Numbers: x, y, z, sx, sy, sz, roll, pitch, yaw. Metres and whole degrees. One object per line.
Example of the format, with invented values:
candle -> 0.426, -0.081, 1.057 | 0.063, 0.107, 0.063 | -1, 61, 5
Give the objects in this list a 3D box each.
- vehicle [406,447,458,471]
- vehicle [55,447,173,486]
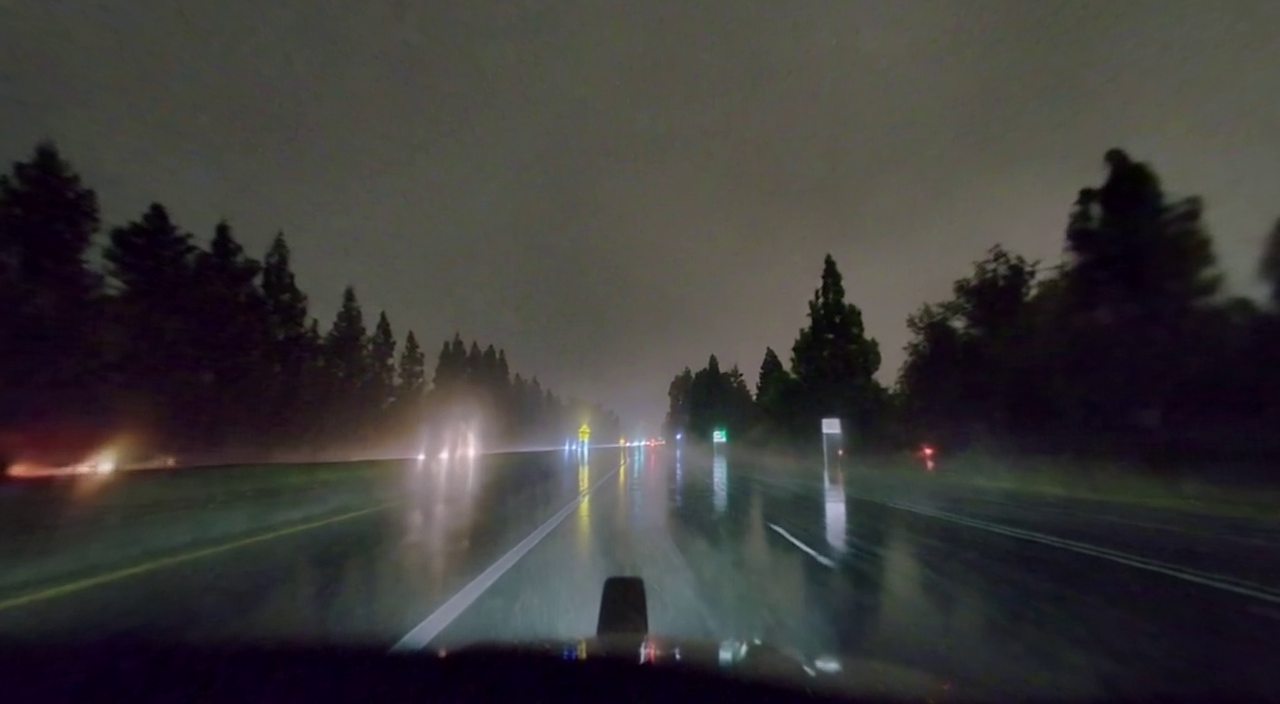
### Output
vehicle -> -13.374, 6.869, 40.800 | 1.925, 1.449, 4.179 | 0, -8, 1
vehicle -> -27.906, 6.052, 33.702 | 2.048, 1.845, 4.924 | -2, -8, 0
